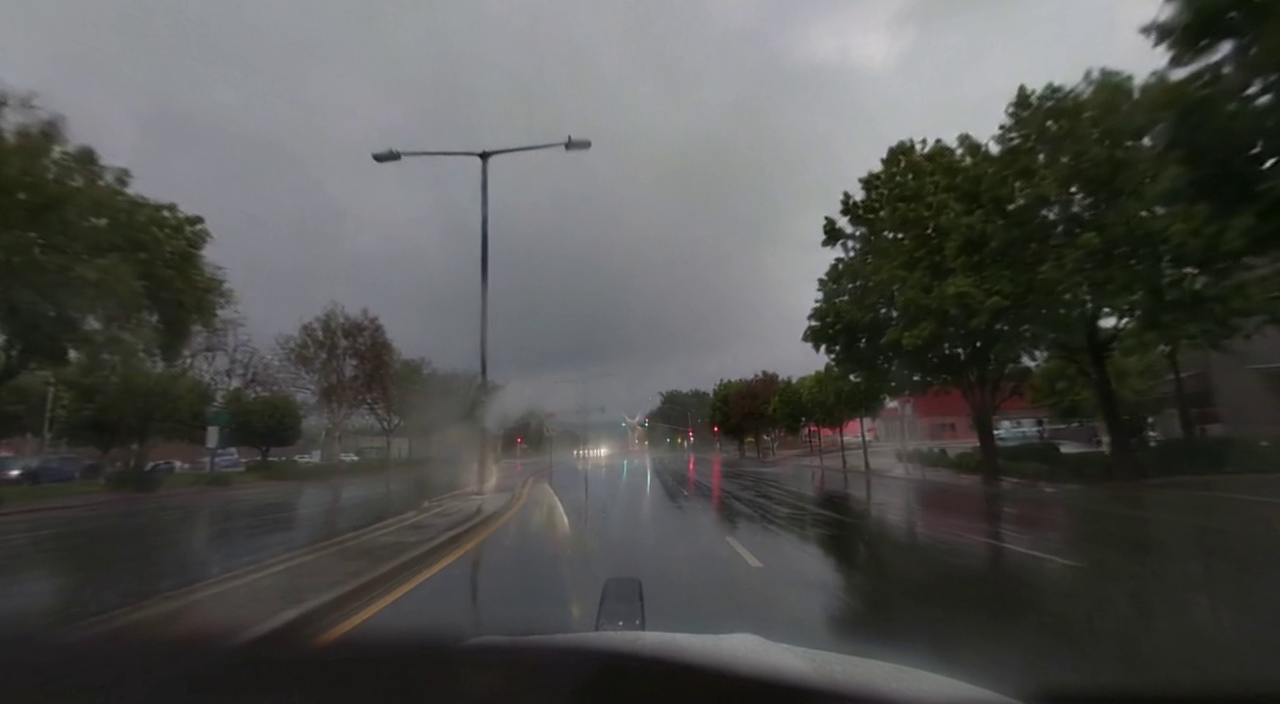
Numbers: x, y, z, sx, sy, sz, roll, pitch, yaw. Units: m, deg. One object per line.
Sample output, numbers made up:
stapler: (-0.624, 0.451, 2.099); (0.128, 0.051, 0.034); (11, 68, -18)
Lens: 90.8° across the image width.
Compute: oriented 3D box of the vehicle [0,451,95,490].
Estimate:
vehicle: (-28.892, 5.503, 29.436); (5.122, 1.686, 1.967); (0, -9, 1)
